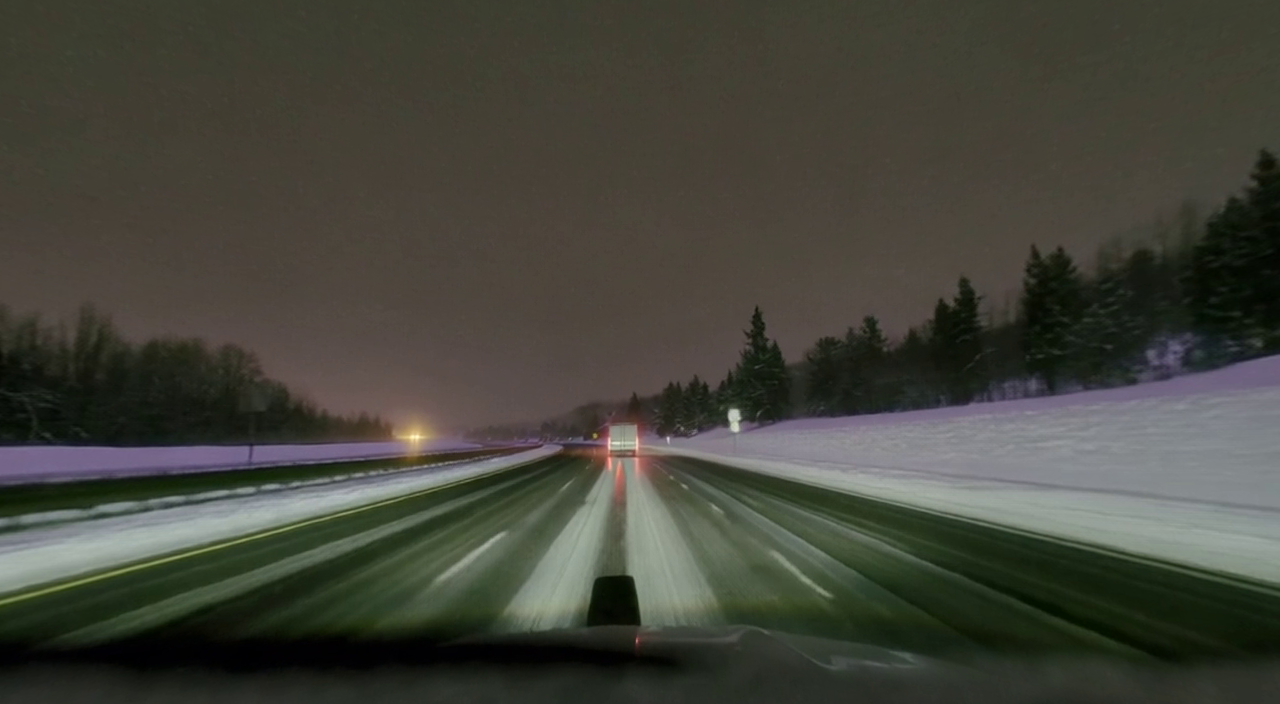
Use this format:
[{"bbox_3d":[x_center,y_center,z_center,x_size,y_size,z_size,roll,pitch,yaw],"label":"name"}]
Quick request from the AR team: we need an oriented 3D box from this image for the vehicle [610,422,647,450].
[{"bbox_3d":[-0.773,5.269,39.520,2.157,1.647,4.524,0,-8,-3],"label":"vehicle"}]
